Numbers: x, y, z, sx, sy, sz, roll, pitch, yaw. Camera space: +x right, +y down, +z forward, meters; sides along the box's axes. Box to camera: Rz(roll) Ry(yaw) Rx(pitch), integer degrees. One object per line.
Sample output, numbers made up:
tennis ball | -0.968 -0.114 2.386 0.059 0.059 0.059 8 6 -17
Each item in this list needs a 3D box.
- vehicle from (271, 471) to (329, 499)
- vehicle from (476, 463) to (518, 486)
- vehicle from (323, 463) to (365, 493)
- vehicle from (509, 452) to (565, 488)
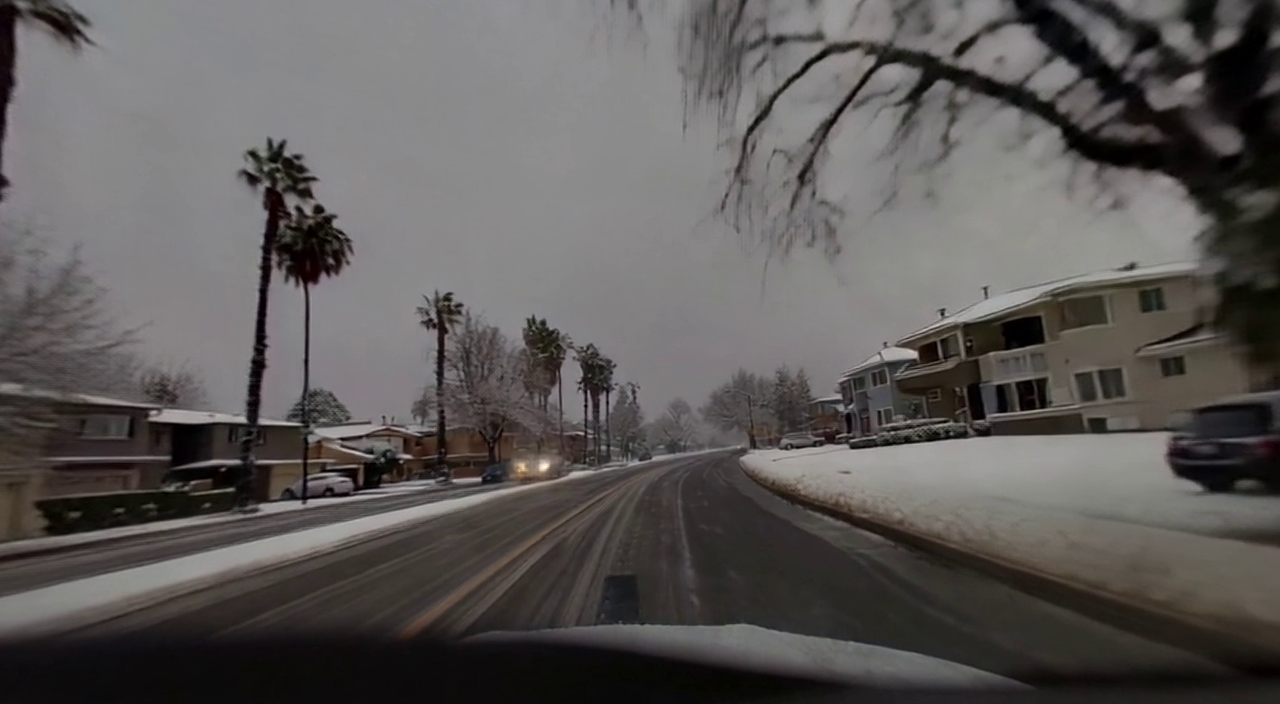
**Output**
vehicle | -21.421 8.294 39.681 4.461 1.477 1.862 -9 -12 44
vehicle | -10.859 9.292 48.214 1.804 1.498 4.136 -4 -9 6
vehicle | -20.910 8.901 44.755 2.075 1.846 4.684 2 -9 -18
vehicle | -5.328 6.150 33.210 1.746 1.503 4.400 -7 -9 5
